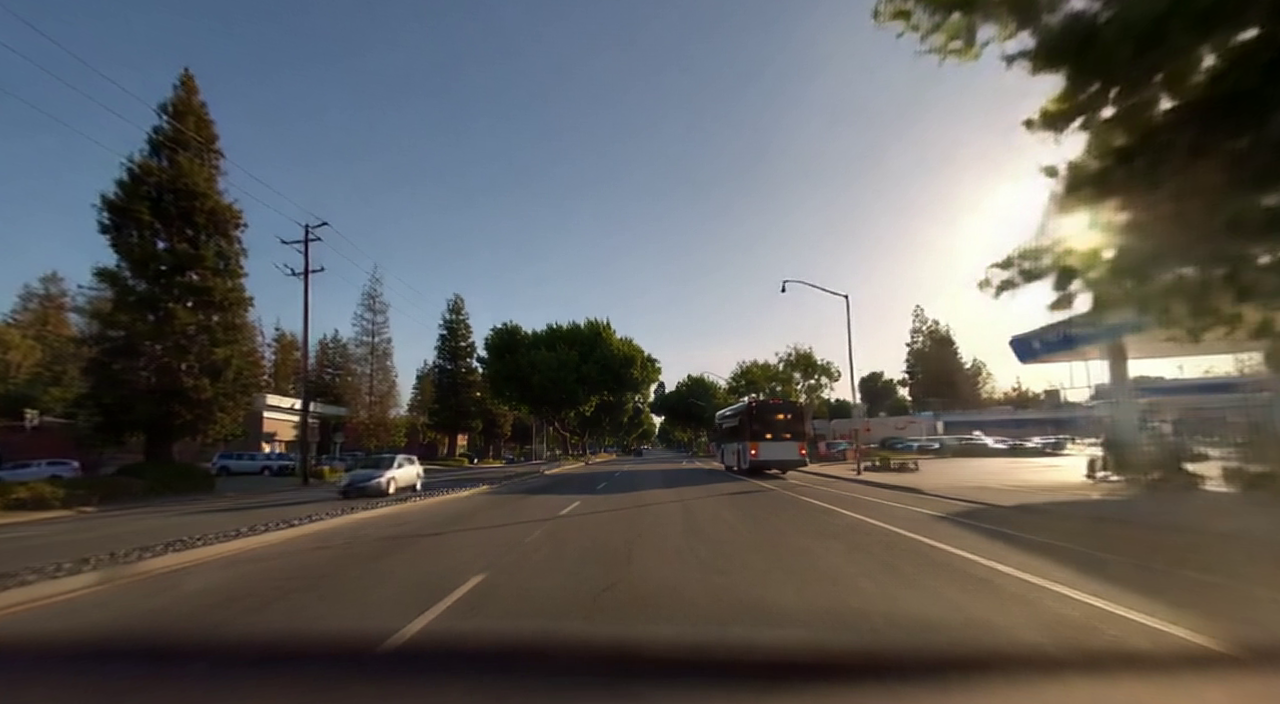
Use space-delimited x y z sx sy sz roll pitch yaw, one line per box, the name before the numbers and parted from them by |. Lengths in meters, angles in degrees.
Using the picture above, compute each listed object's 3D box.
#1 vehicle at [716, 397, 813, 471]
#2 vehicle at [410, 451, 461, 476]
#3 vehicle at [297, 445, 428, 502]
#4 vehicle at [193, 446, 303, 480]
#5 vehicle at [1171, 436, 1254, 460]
vehicle | 8.635 6.112 46.352 4.582 4.678 12.589 0 -8 0
vehicle | -13.222 7.218 41.097 1.779 1.476 4.260 0 -8 2
vehicle | -8.127 3.571 18.988 1.900 1.481 4.317 0 -8 1
vehicle | -24.370 6.869 39.446 2.284 1.855 5.392 -4 -9 25
vehicle | 44.623 7.462 49.351 1.948 1.776 5.438 -1 -8 8
